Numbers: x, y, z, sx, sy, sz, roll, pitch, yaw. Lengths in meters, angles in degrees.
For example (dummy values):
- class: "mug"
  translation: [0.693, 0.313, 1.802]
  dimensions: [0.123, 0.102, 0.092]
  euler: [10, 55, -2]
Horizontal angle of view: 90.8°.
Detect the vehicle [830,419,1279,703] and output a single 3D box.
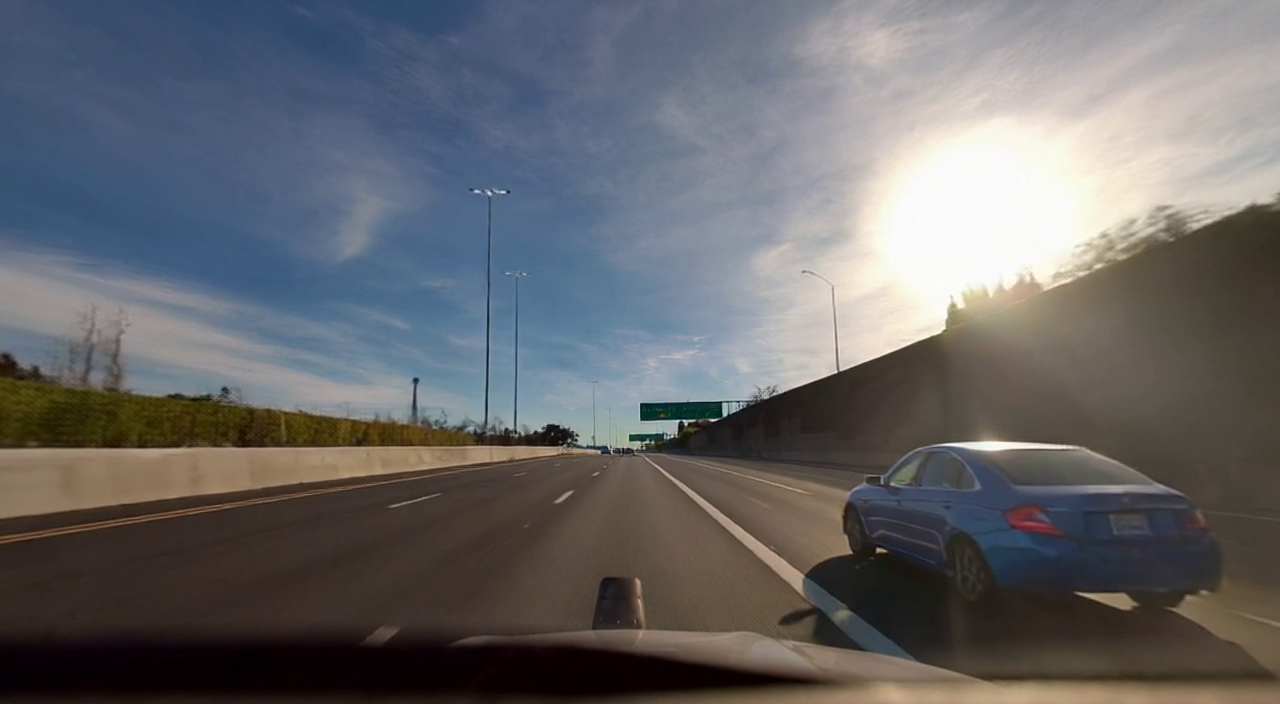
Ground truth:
- class: "vehicle"
  translation: [3.487, 1.449, 5.717]
  dimensions: [1.989, 1.479, 4.670]
  euler: [0, -8, -1]
